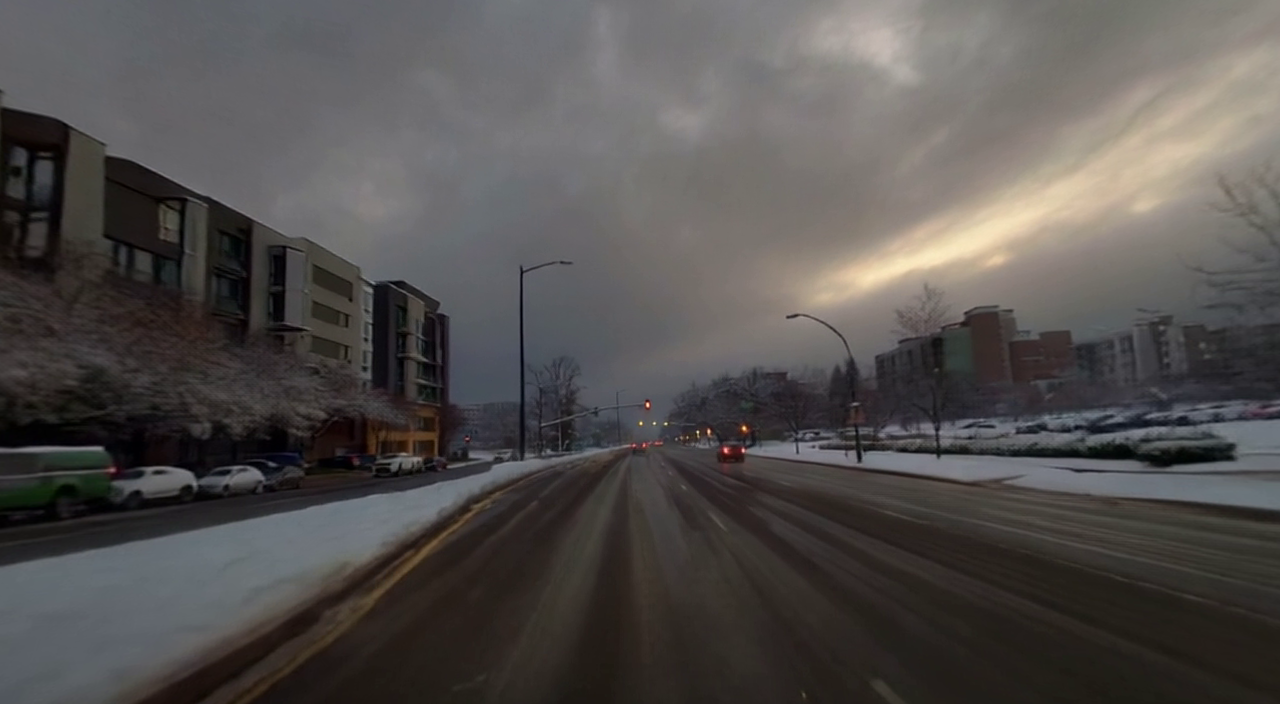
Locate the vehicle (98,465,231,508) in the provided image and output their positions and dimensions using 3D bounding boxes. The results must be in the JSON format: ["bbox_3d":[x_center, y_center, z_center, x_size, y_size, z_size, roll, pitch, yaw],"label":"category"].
[{"bbox_3d":[-19.031,5.361,25.577,1.850,1.451,4.450,0,-9,1],"label":"vehicle"}]

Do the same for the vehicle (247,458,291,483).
[{"bbox_3d":[-25.721,8.217,43.916,2.099,1.561,4.013,4,-9,-24],"label":"vehicle"}]

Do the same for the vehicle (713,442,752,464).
[{"bbox_3d":[6.417,7.092,44.285,1.992,1.447,4.414,0,-9,-1],"label":"vehicle"}]

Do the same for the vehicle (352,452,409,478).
[{"bbox_3d":[-18.696,8.133,45.843,2.047,1.756,4.844,0,-9,0],"label":"vehicle"}]

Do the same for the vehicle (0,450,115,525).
[{"bbox_3d":[-19.106,3.889,18.244,2.373,2.077,6.457,0,-9,-1],"label":"vehicle"}]
